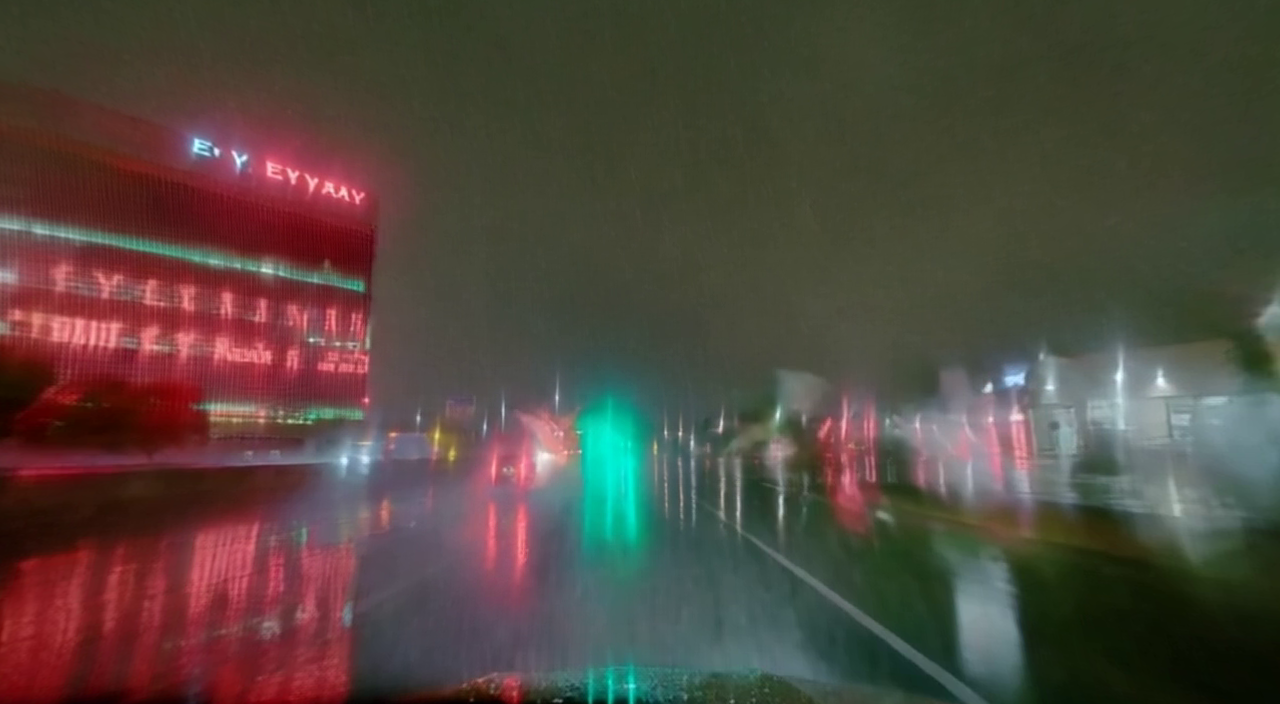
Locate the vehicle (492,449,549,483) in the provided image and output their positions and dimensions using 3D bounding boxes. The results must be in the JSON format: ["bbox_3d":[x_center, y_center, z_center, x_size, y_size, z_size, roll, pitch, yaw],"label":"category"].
[{"bbox_3d":[-5.751,5.534,30.987,1.943,1.510,4.201,0,-9,0],"label":"vehicle"}]
